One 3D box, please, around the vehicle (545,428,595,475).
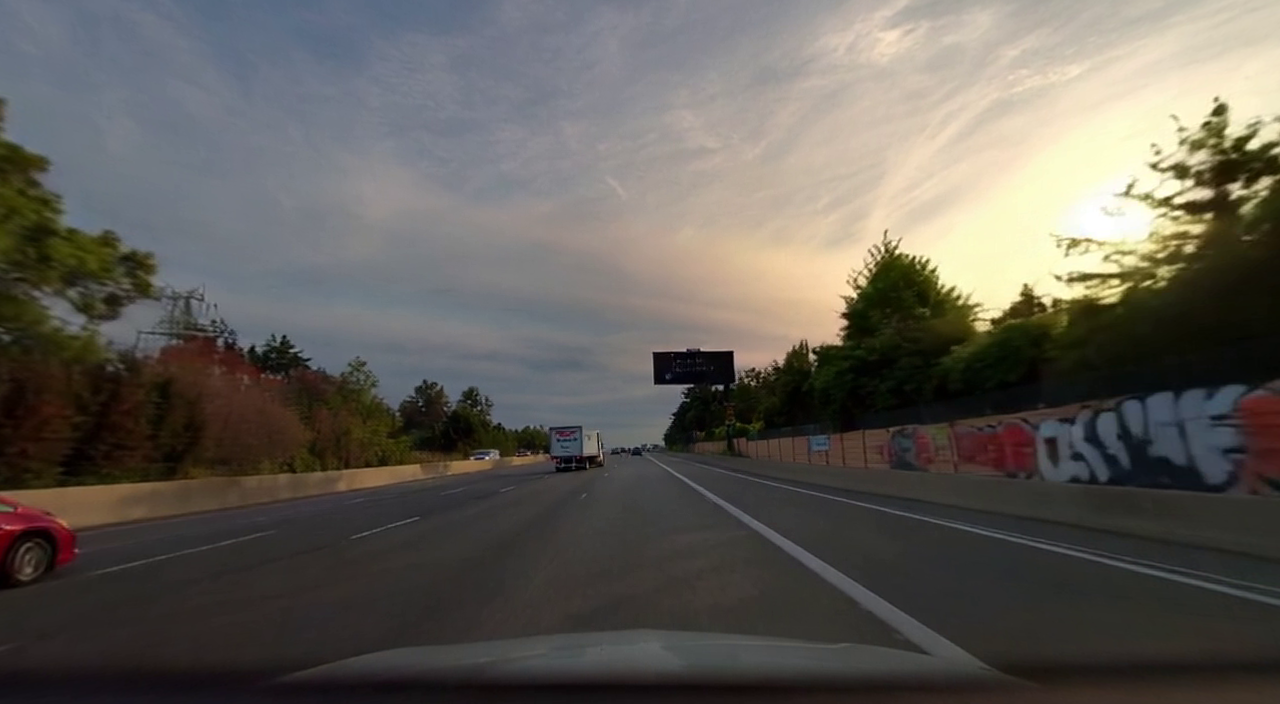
[{"bbox_3d":[-4.014,5.878,37.172,2.305,2.517,5.486,0,-9,0],"label":"vehicle"}]
